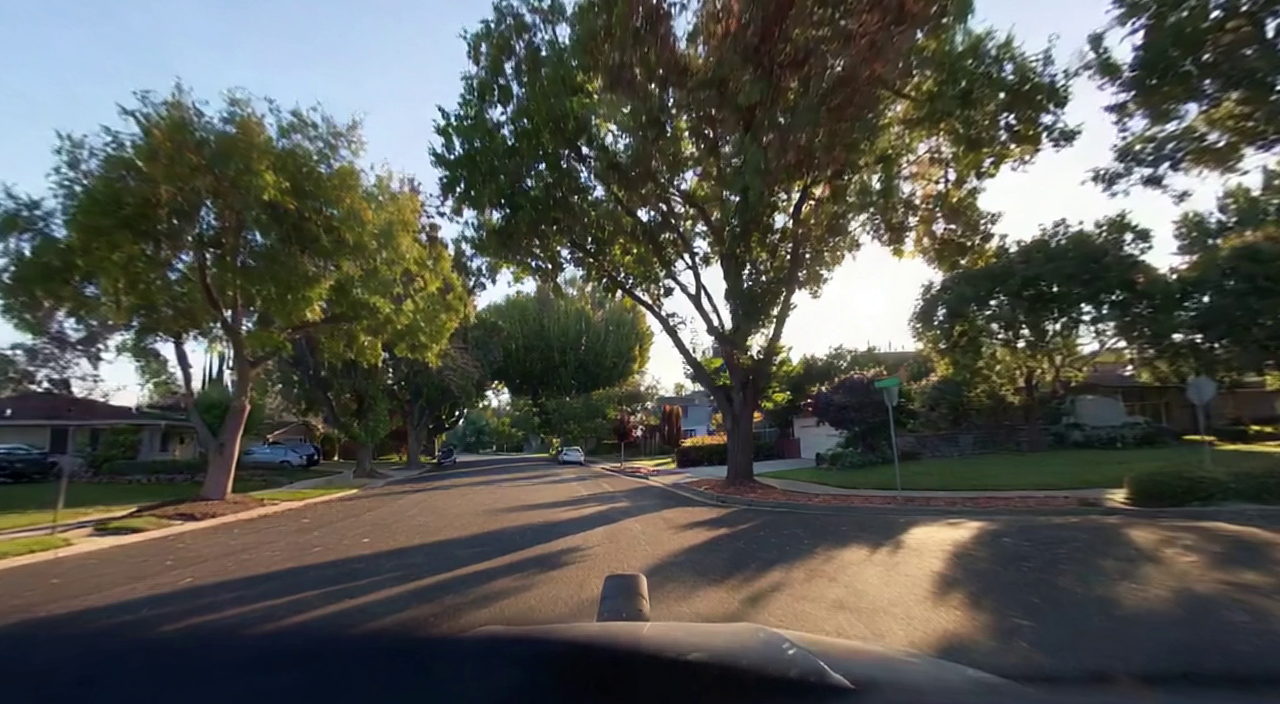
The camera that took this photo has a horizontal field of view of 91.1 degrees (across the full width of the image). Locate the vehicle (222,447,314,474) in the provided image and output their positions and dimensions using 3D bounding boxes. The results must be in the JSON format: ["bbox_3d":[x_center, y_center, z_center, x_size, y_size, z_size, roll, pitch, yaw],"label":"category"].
[{"bbox_3d":[-22.486,6.574,38.073,4.344,1.483,1.928,0,-8,-6],"label":"vehicle"}]

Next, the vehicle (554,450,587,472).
[{"bbox_3d":[-5.187,7.964,46.170,2.088,1.429,4.796,1,-9,-10],"label":"vehicle"}]
